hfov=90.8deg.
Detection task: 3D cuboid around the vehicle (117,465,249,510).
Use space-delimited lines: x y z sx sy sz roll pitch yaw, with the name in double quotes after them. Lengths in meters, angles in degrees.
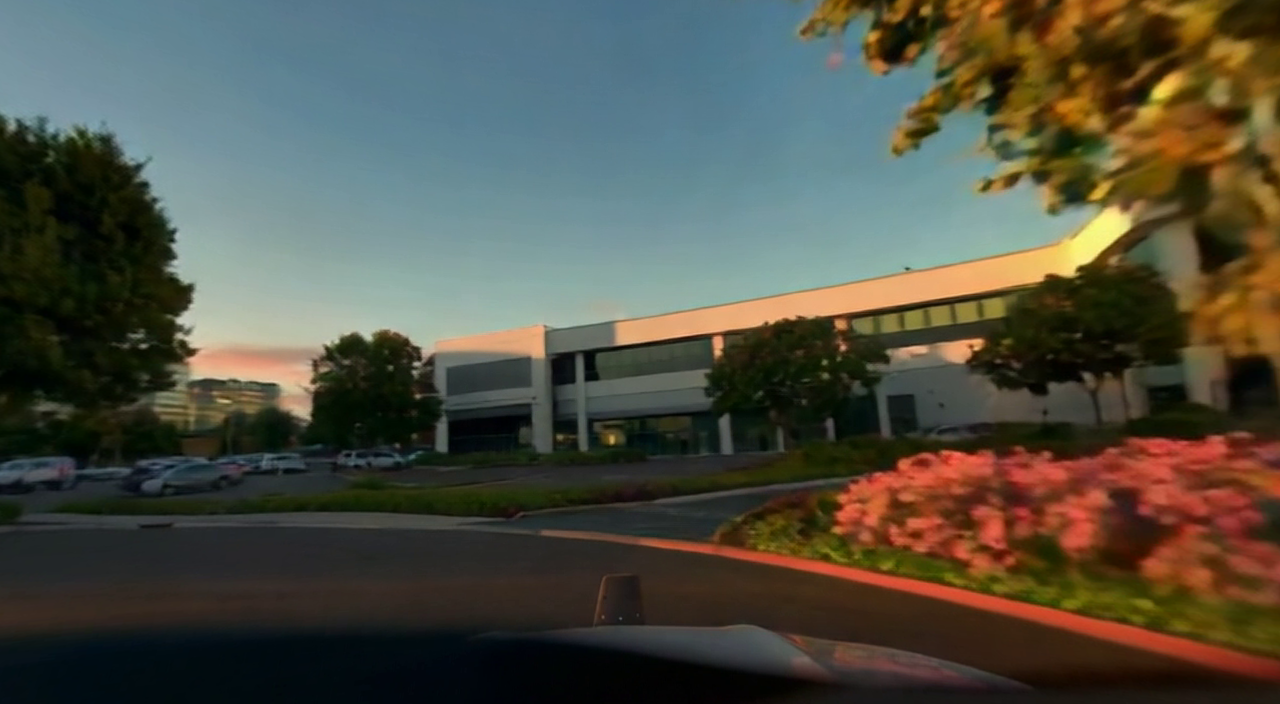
-21.906 6.468 30.471 4.755 1.707 1.889 -2 -9 -12 "vehicle"
